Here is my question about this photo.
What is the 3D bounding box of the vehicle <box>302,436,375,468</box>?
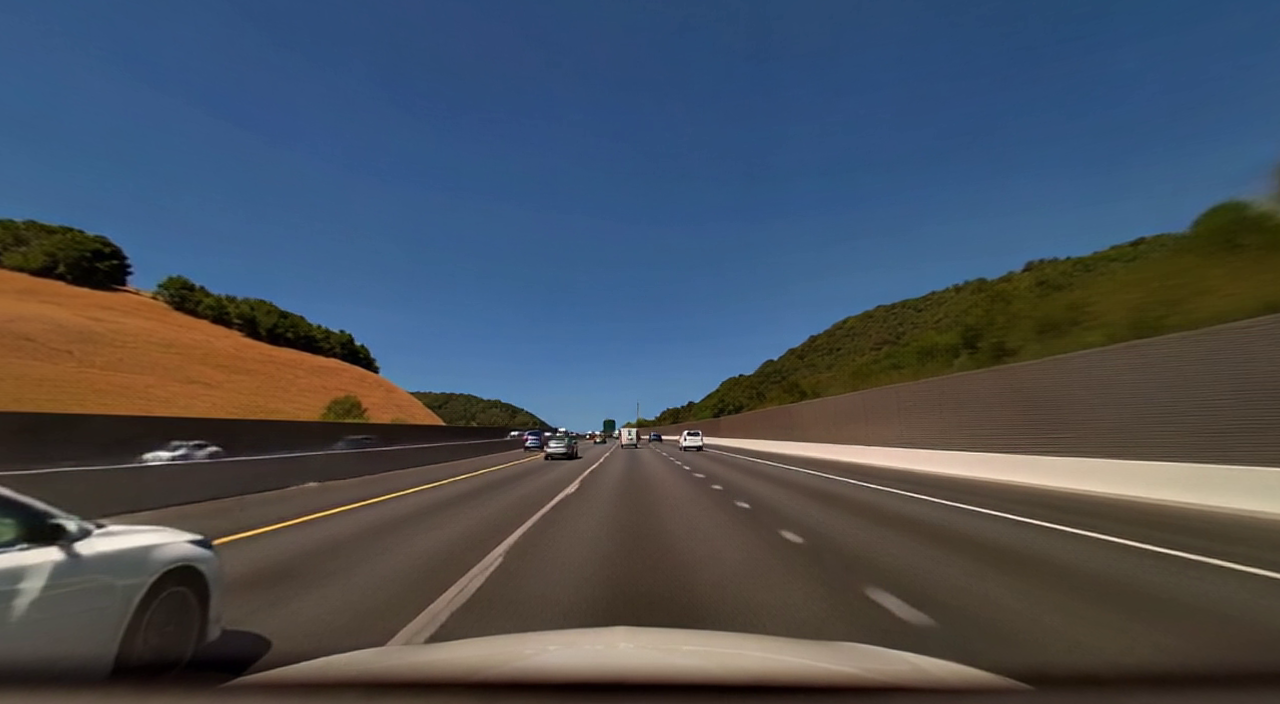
[{"bbox_3d":[-15.142,5.008,31.824,1.813,1.476,3.803,0,-8,0],"label":"vehicle"}]

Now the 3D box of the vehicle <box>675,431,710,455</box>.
[{"bbox_3d":[3.317,5.879,40.778,1.806,1.469,3.681,0,-8,-2],"label":"vehicle"}]

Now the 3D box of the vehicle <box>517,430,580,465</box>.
[{"bbox_3d":[-4.053,4.307,28.639,2.204,1.486,4.121,0,-8,0],"label":"vehicle"}]
